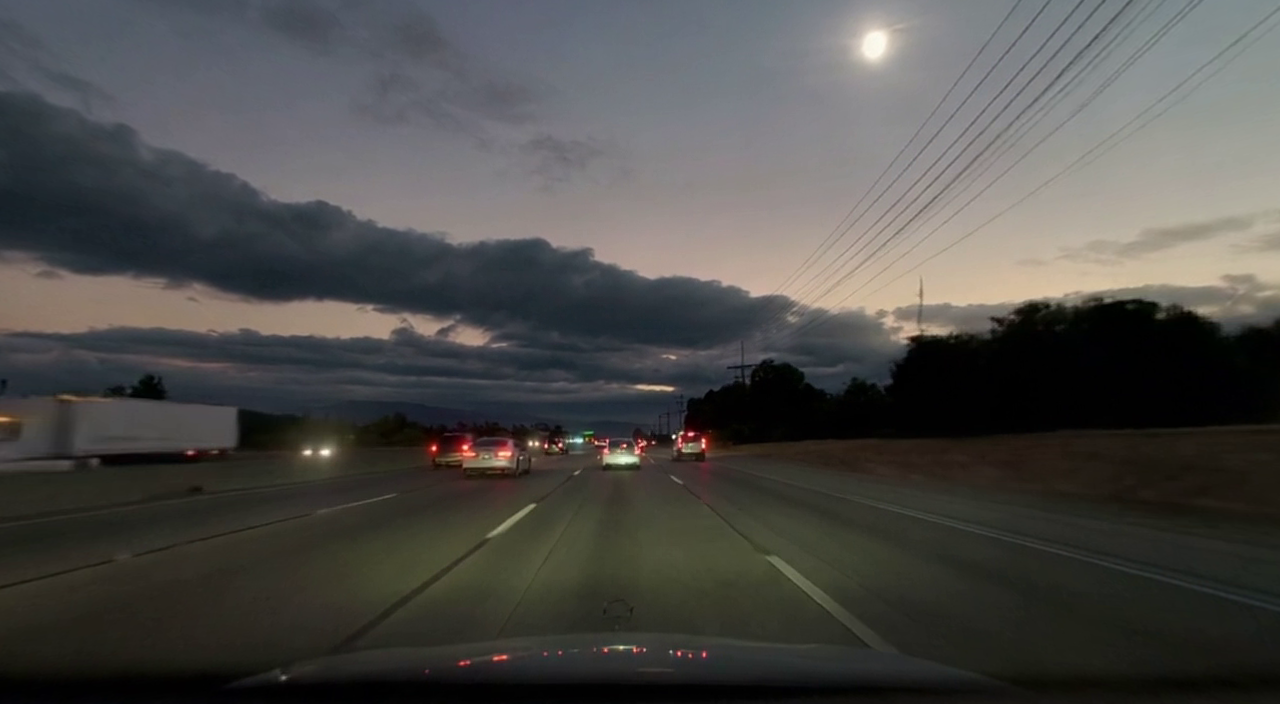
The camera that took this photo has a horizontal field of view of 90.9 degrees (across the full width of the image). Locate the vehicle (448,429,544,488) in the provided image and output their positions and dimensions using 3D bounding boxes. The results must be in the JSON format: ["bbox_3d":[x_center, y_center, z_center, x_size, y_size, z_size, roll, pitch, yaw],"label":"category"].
[{"bbox_3d":[-4.278,3.215,19.522,1.901,1.601,4.610,0,-8,0],"label":"vehicle"}]

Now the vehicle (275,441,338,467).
[{"bbox_3d":[-20.085,6.135,38.122,1.699,1.414,3.845,0,-8,-1],"label":"vehicle"}]

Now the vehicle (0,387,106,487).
[{"bbox_3d":[-23.536,3.105,22.947,2.932,3.425,5.893,0,-8,-1],"label":"vehicle"}]

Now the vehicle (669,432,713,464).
[{"bbox_3d":[2.892,5.533,36.665,1.950,1.695,4.446,0,-8,-2],"label":"vehicle"}]

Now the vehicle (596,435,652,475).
[{"bbox_3d":[-0.639,4.117,25.588,2.086,1.488,3.440,0,-8,-1],"label":"vehicle"}]
